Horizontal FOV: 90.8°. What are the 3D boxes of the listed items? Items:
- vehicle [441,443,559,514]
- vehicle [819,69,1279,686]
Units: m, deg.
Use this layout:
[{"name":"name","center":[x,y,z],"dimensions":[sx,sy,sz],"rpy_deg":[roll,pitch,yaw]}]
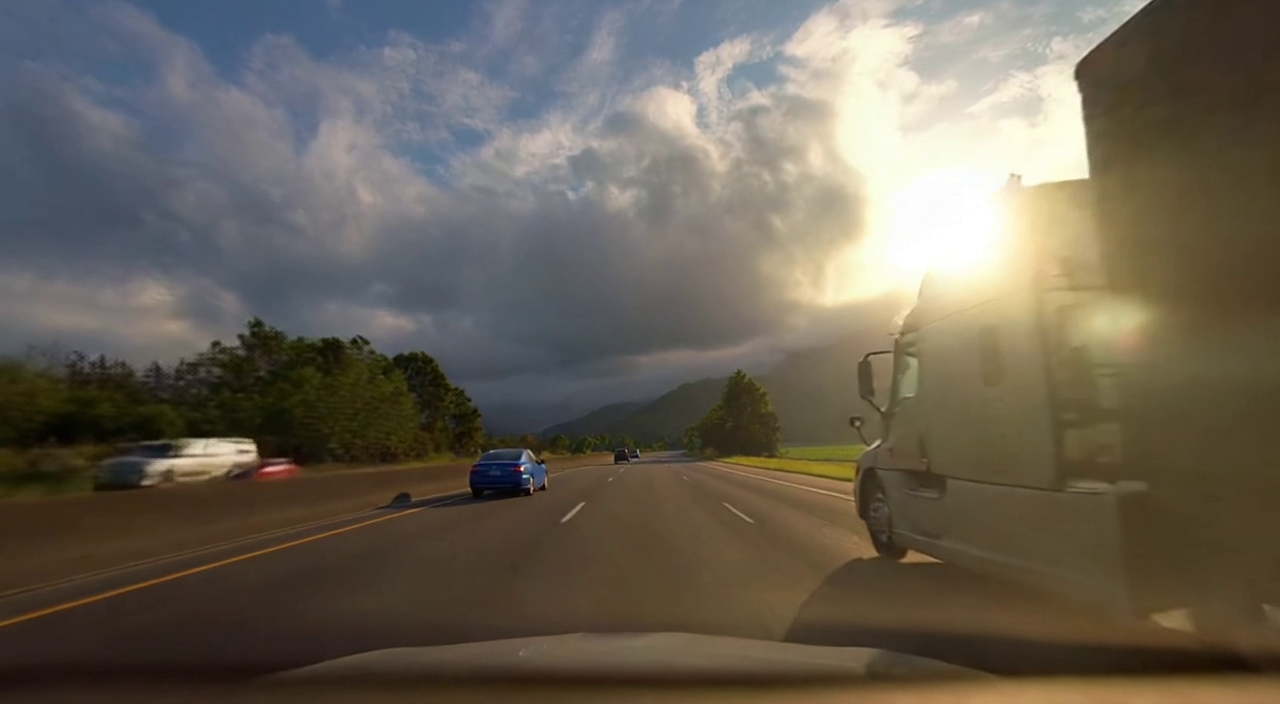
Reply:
[{"name":"vehicle","center":[-3.367,3.122,16.075],"dimensions":[1.945,1.537,4.294],"rpy_deg":[0,-9,1]},{"name":"vehicle","center":[4.386,0.463,6.857],"dimensions":[3.042,3.890,5.873],"rpy_deg":[0,-9,0]}]
